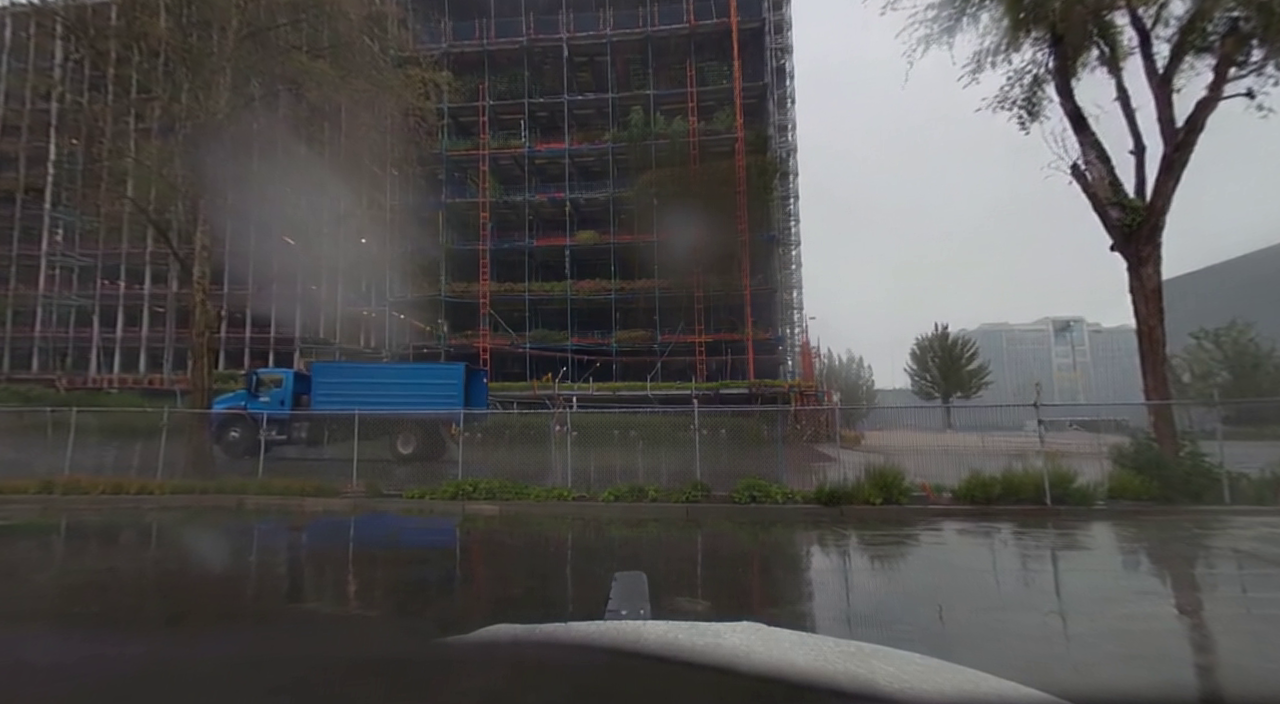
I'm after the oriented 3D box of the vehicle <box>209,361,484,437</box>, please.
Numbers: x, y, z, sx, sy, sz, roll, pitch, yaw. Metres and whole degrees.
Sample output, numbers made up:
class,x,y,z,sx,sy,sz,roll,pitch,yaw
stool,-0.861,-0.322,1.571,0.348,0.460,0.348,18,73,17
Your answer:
class,x,y,z,sx,sy,sz,roll,pitch,yaw
vehicle,-16.527,2.811,36.559,14.067,4.099,2.832,1,-9,-6
